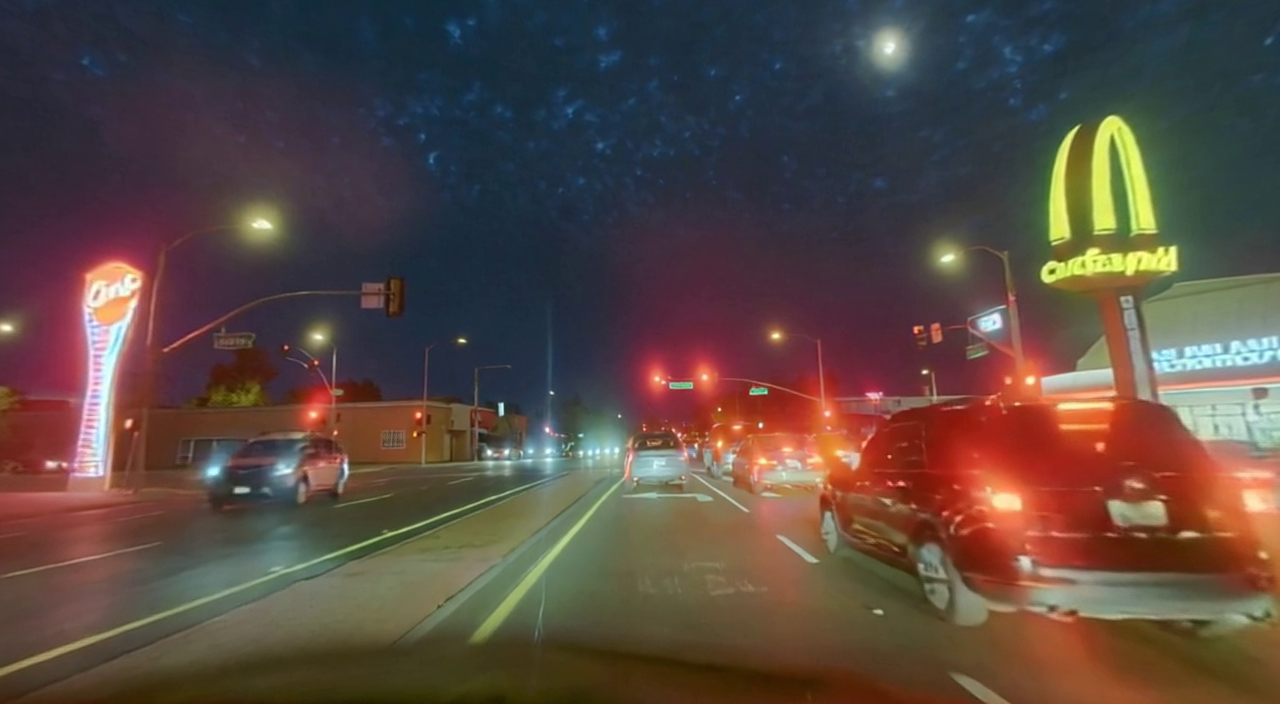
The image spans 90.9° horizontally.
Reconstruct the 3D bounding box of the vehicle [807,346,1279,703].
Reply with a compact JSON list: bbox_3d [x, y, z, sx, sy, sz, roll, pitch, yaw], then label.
[{"bbox_3d":[3.199,1.211,5.688,2.038,1.787,4.946,0,-8,0],"label":"vehicle"}]

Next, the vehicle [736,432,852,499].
[{"bbox_3d":[3.794,2.877,16.369,1.883,1.480,4.489,0,-8,0],"label":"vehicle"}]

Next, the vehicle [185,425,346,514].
[{"bbox_3d":[-8.651,2.716,15.122,2.106,1.751,4.554,2,-9,-15],"label":"vehicle"}]

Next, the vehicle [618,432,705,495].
[{"bbox_3d":[0.513,2.961,17.076,2.073,1.496,3.892,0,-8,0],"label":"vehicle"}]
